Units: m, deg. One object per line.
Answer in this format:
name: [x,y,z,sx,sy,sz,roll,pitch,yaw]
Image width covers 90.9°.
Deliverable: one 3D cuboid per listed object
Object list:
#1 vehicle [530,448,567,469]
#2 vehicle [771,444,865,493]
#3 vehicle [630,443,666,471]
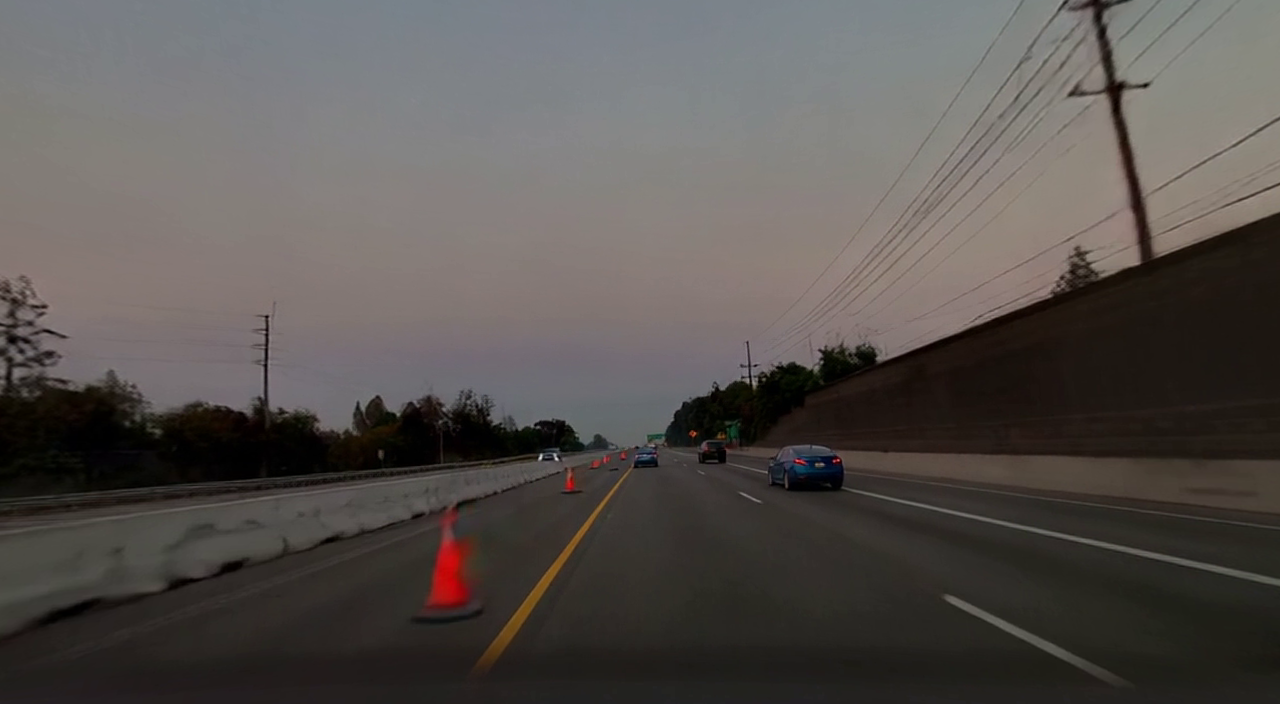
vehicle: [-6.900,8.043,47.866,1.929,1.470,4.649,-1,-8,2]
vehicle: [5.612,3.698,20.435,1.881,1.409,4.016,0,-8,0]
vehicle: [0.484,6.470,39.070,2.096,1.583,4.150,0,-8,1]
